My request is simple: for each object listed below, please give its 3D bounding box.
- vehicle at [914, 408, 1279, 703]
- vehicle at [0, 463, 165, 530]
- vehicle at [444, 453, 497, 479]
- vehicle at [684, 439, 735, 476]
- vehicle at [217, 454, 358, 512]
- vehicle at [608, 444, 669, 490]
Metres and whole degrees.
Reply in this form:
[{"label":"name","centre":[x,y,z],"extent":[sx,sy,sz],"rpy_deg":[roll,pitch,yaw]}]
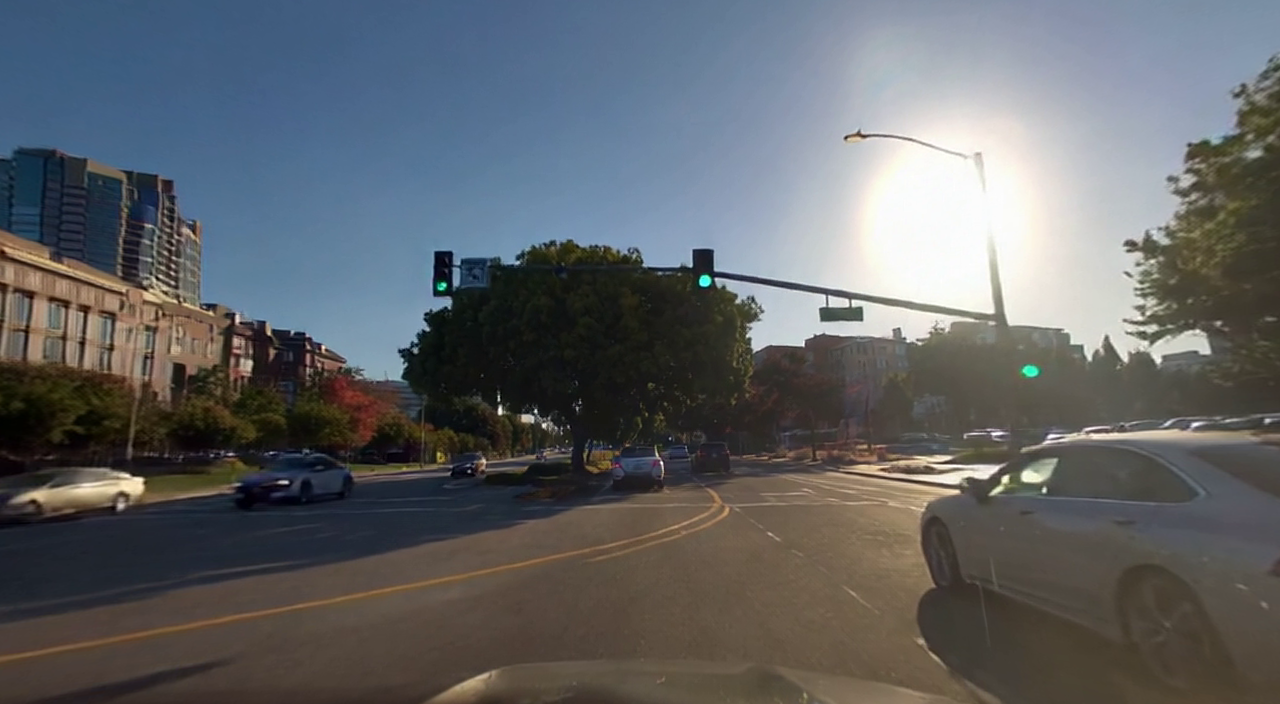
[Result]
[{"label":"vehicle","centre":[3.888,1.210,4.298],"extent":[2.049,1.473,4.425],"rpy_deg":[0,-8,0]},{"label":"vehicle","centre":[-17.965,4.510,20.230],"extent":[1.918,1.738,4.589],"rpy_deg":[0,-8,0]},{"label":"vehicle","centre":[-10.852,7.317,40.811],"extent":[2.043,1.456,4.627],"rpy_deg":[0,-8,1]},{"label":"vehicle","centre":[3.573,5.532,33.373],"extent":[2.107,1.773,4.557],"rpy_deg":[0,-8,-1]},{"label":"vehicle","centre":[-10.828,4.014,19.840],"extent":[1.808,1.512,4.447],"rpy_deg":[0,-8,1]},{"label":"vehicle","centre":[-0.049,4.160,23.216],"extent":[2.034,1.500,3.966],"rpy_deg":[0,-8,0]}]
